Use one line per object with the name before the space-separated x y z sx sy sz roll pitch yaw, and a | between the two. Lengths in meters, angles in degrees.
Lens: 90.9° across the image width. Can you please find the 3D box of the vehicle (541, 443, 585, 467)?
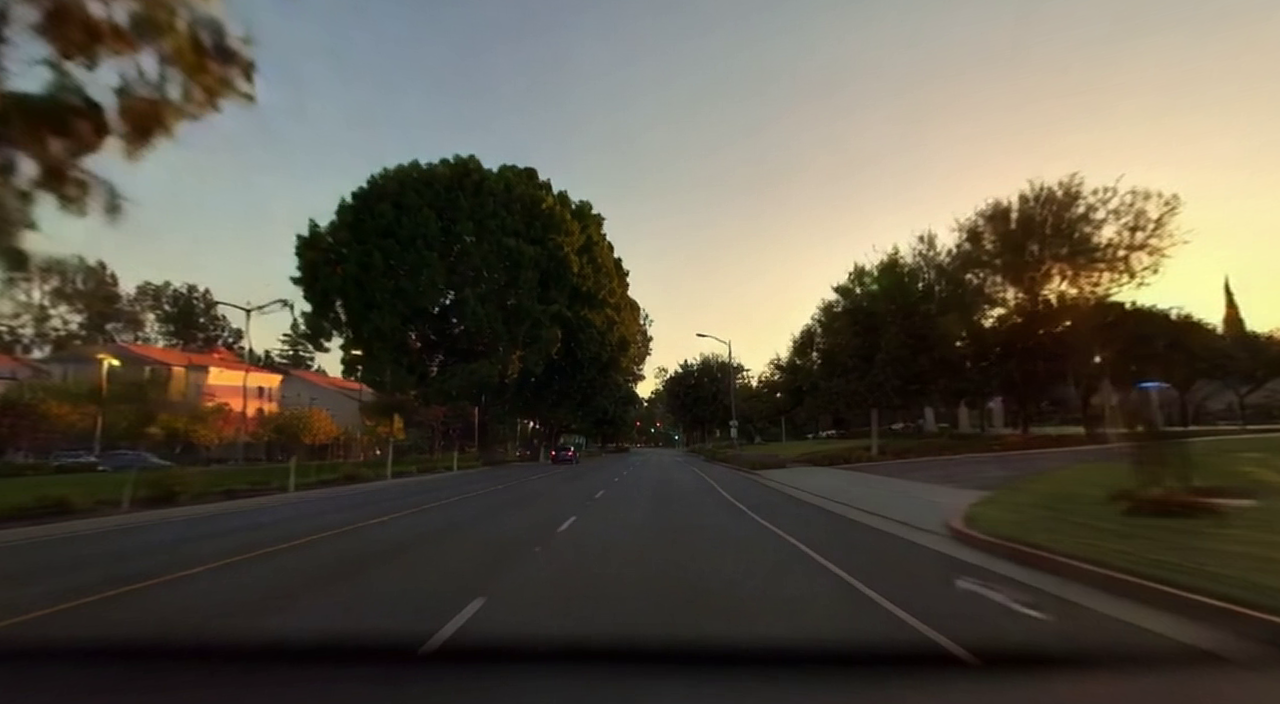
vehicle | -4.976 6.701 41.219 1.945 1.461 4.605 -1 -8 4
